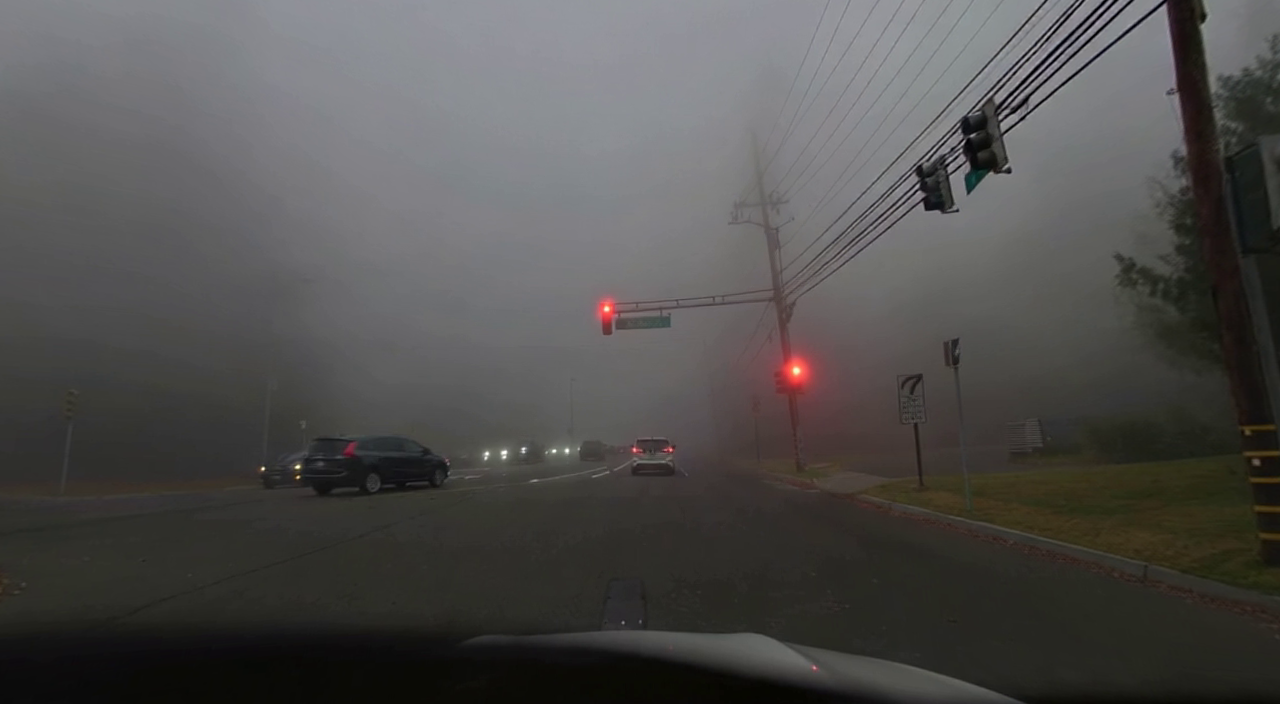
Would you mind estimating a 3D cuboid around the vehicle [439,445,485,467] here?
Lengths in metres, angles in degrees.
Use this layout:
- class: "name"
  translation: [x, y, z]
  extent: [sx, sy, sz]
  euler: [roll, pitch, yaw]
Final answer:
- class: "vehicle"
  translation: [-12.635, 7.420, 44.900]
  extent: [1.841, 1.477, 4.485]
  euler: [-1, -8, 2]

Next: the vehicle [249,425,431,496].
- class: "vehicle"
  translation: [-9.430, 3.411, 20.137]
  extent: [2.175, 1.957, 4.686]
  euler: [-7, -11, 37]

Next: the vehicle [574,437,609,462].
- class: "vehicle"
  translation: [-3.680, 7.526, 48.539]
  extent: [2.046, 1.763, 4.574]
  euler: [-1, -8, 4]

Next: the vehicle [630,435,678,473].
- class: "vehicle"
  translation: [0.763, 4.989, 30.905]
  extent: [2.010, 1.681, 4.682]
  euler: [-1, -9, 5]
